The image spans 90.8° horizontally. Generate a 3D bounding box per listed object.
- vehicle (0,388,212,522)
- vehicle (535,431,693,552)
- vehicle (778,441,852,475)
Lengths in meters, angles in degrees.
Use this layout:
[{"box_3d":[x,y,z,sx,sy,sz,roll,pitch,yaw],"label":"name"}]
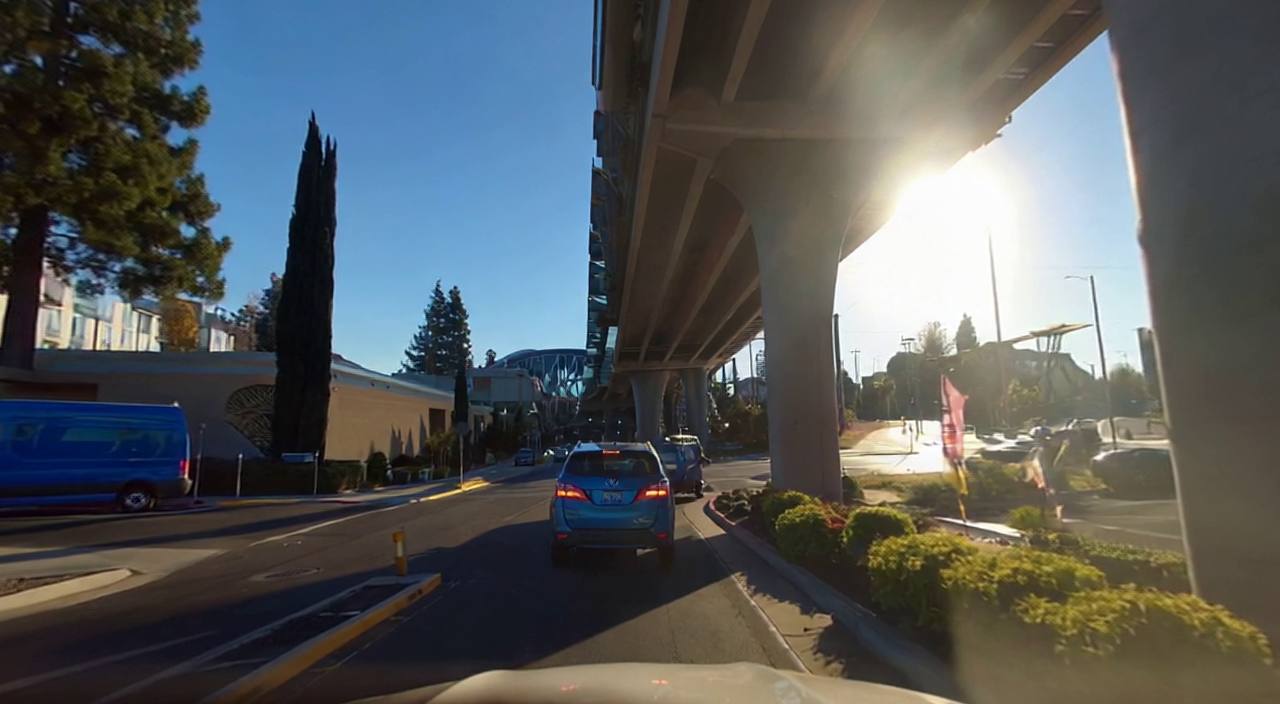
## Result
[{"box_3d":[-13.547,2.344,14.545,5.356,2.762,2.644,0,-9,0],"label":"vehicle"},{"box_3d":[-0.278,2.208,10.749,2.087,1.578,4.652,0,-9,2],"label":"vehicle"},{"box_3d":[10.094,6.038,36.289,4.425,1.828,2.032,8,-12,-43],"label":"vehicle"}]
